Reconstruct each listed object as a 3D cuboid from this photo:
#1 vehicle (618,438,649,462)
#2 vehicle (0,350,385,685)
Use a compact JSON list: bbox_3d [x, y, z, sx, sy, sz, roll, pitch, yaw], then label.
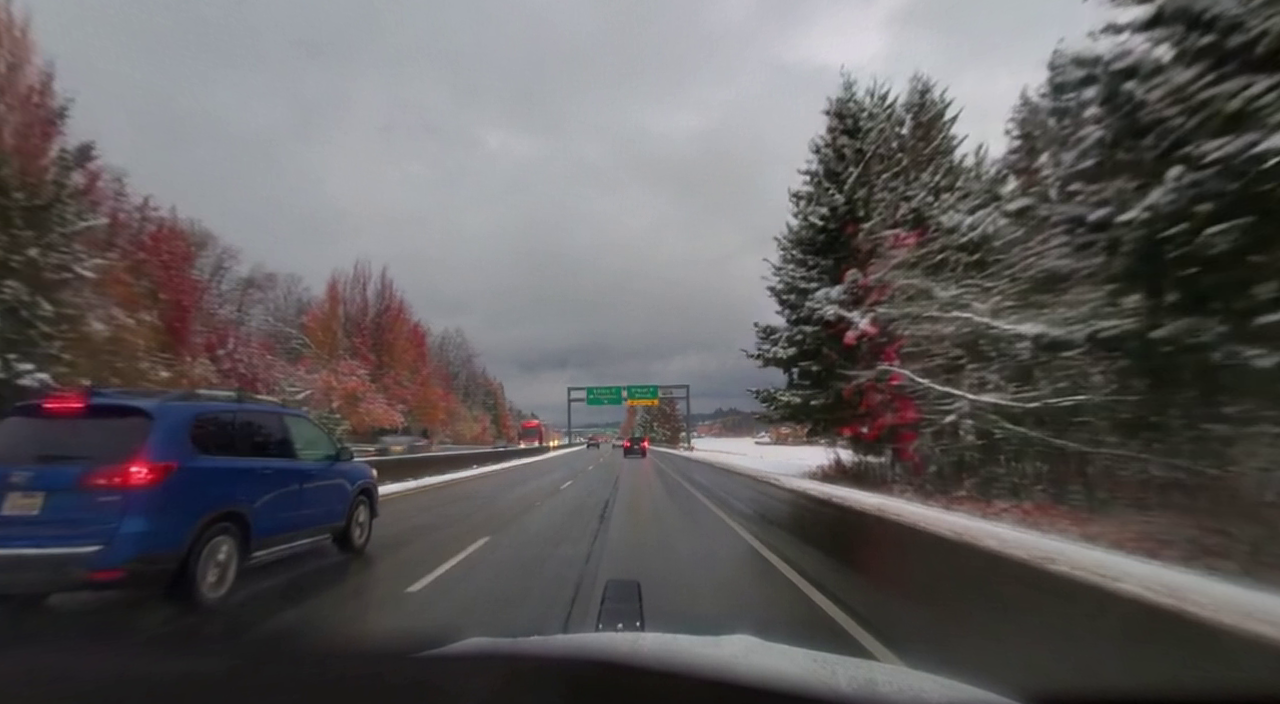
[{"bbox_3d":[-0.459,6.452,41.691,1.939,1.497,3.863,0,-8,-1],"label":"vehicle"},{"bbox_3d":[-4.064,1.141,5.404,1.924,1.720,4.195,0,-8,1],"label":"vehicle"}]
